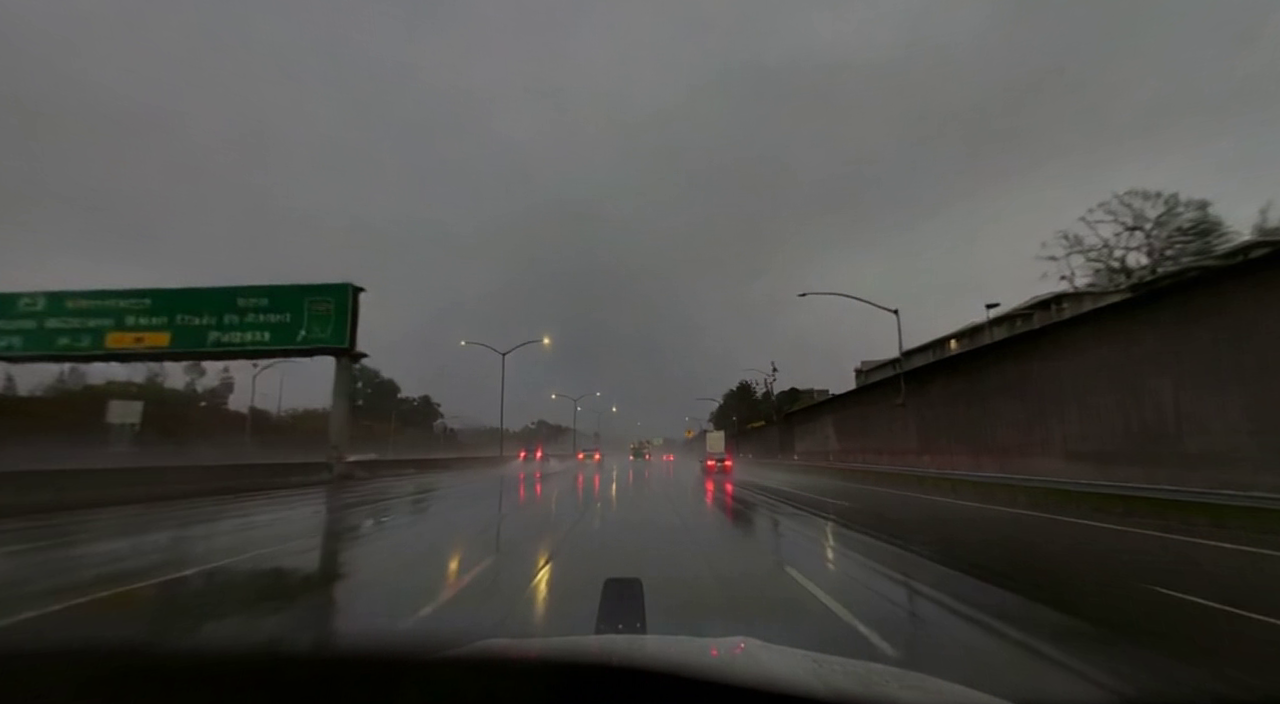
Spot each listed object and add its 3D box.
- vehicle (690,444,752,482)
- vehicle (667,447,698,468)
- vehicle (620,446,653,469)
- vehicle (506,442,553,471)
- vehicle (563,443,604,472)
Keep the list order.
[{"bbox_3d":[3.469,4.855,27.819,2.077,1.527,4.553,0,-9,0],"label":"vehicle"},{"bbox_3d":[3.190,8.012,48.069,2.036,1.517,4.256,0,-9,0],"label":"vehicle"},{"bbox_3d":[-0.225,7.271,43.620,2.166,1.496,4.158,0,-9,0],"label":"vehicle"},{"bbox_3d":[-6.897,6.569,39.741,2.112,1.721,4.381,0,-9,1],"label":"vehicle"},{"bbox_3d":[-3.373,6.438,38.630,2.091,1.664,4.157,0,-9,0],"label":"vehicle"}]
